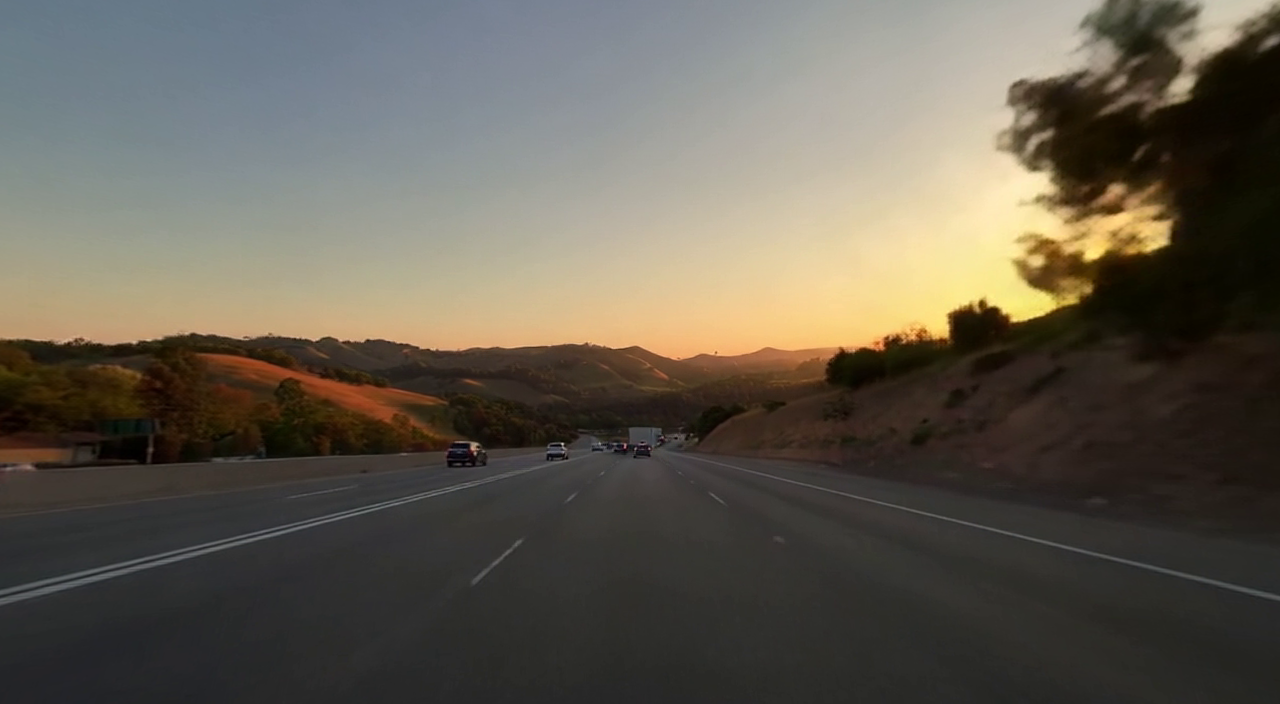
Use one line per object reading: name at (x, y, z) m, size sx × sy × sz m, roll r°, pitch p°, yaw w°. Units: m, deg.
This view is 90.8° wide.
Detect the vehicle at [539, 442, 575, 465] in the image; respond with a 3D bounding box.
vehicle at (-6.232, 7.683, 47.950) m, size 2.080 × 1.694 × 4.279 m, roll 0°, pitch -9°, yaw 2°

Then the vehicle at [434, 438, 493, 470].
vehicle at (-10.621, 6.152, 38.388) m, size 2.195 × 1.795 × 4.659 m, roll 0°, pitch -9°, yaw 1°
